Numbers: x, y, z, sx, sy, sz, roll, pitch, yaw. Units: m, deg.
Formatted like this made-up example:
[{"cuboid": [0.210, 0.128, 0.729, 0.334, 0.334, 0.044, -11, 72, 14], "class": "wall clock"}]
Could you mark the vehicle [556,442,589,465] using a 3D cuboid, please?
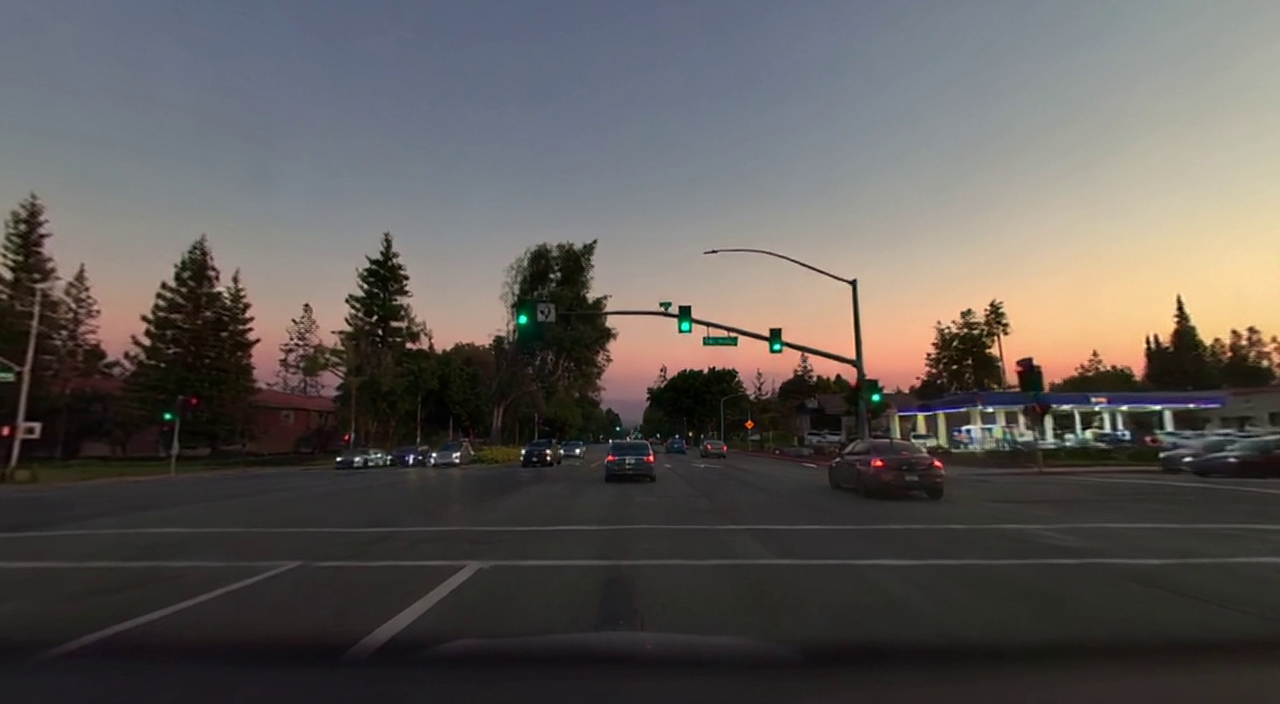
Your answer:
[{"cuboid": [-5.262, 7.991, 49.982, 2.137, 1.685, 4.587, 1, -8, 0], "class": "vehicle"}]

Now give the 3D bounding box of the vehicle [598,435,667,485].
[{"cuboid": [-0.245, 3.508, 20.835, 2.040, 1.451, 3.736, 1, -8, -1], "class": "vehicle"}]

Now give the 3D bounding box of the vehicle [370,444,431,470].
[{"cuboid": [-14.874, 6.545, 39.563, 2.001, 1.463, 4.673, 1, -8, 0], "class": "vehicle"}]

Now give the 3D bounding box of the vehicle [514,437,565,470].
[{"cuboid": [-5.499, 5.581, 35.021, 1.990, 1.673, 4.436, 0, -8, 1], "class": "vehicle"}]

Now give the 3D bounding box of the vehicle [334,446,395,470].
[{"cuboid": [-18.104, 6.959, 41.713, 2.018, 1.472, 4.559, 1, -8, -1], "class": "vehicle"}]

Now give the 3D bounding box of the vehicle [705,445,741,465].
[{"cuboid": [6.471, 8.102, 49.912, 2.143, 1.508, 4.274, 1, -8, -2], "class": "vehicle"}]

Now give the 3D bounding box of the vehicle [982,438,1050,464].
[{"cuboid": [25.990, 6.829, 43.672, 4.246, 1.686, 1.910, 5, -9, -25], "class": "vehicle"}]

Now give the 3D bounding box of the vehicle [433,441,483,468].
[{"cuboid": [-11.838, 6.694, 41.466, 1.944, 1.647, 4.395, 1, -8, 0], "class": "vehicle"}]

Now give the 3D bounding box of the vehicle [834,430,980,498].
[{"cuboid": [6.736, 2.864, 16.558, 1.890, 1.489, 4.396, 1, -8, 0], "class": "vehicle"}]

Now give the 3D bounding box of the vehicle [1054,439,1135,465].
[{"cuboid": [27.658, 6.065, 38.446, 4.512, 1.468, 1.909, 4, -9, -24], "class": "vehicle"}]

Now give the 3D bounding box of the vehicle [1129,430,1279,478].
[{"cuboid": [20.125, 3.495, 21.808, 4.796, 1.488, 1.966, -1, -9, -1], "class": "vehicle"}]
